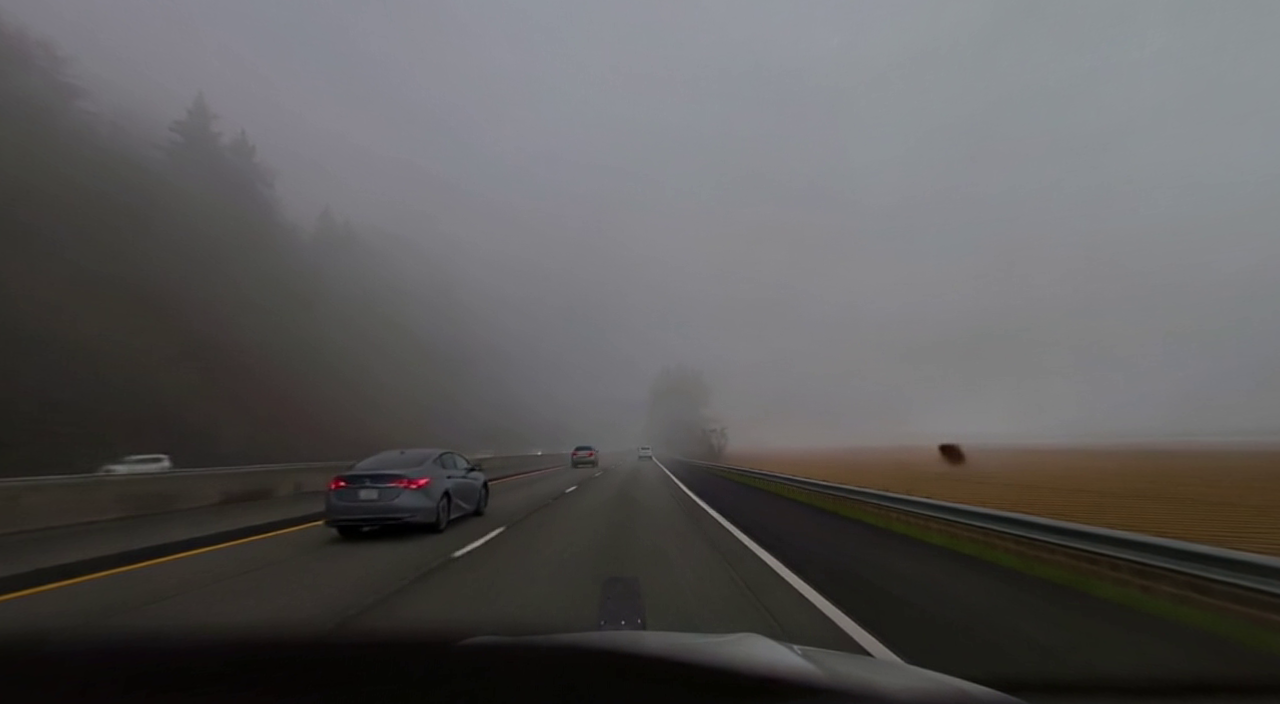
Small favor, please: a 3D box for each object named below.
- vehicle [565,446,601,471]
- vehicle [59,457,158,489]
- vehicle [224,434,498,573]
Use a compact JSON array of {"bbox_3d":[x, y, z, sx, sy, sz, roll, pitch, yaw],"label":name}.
[{"bbox_3d":[-3.995,7.538,44.745,2.095,1.664,4.305,0,-9,0],"label":"vehicle"},{"bbox_3d":[-26.573,6.031,31.682,1.697,1.495,3.700,0,-9,0],"label":"vehicle"},{"bbox_3d":[-3.506,1.970,8.956,1.970,1.483,4.097,0,-9,1],"label":"vehicle"}]
